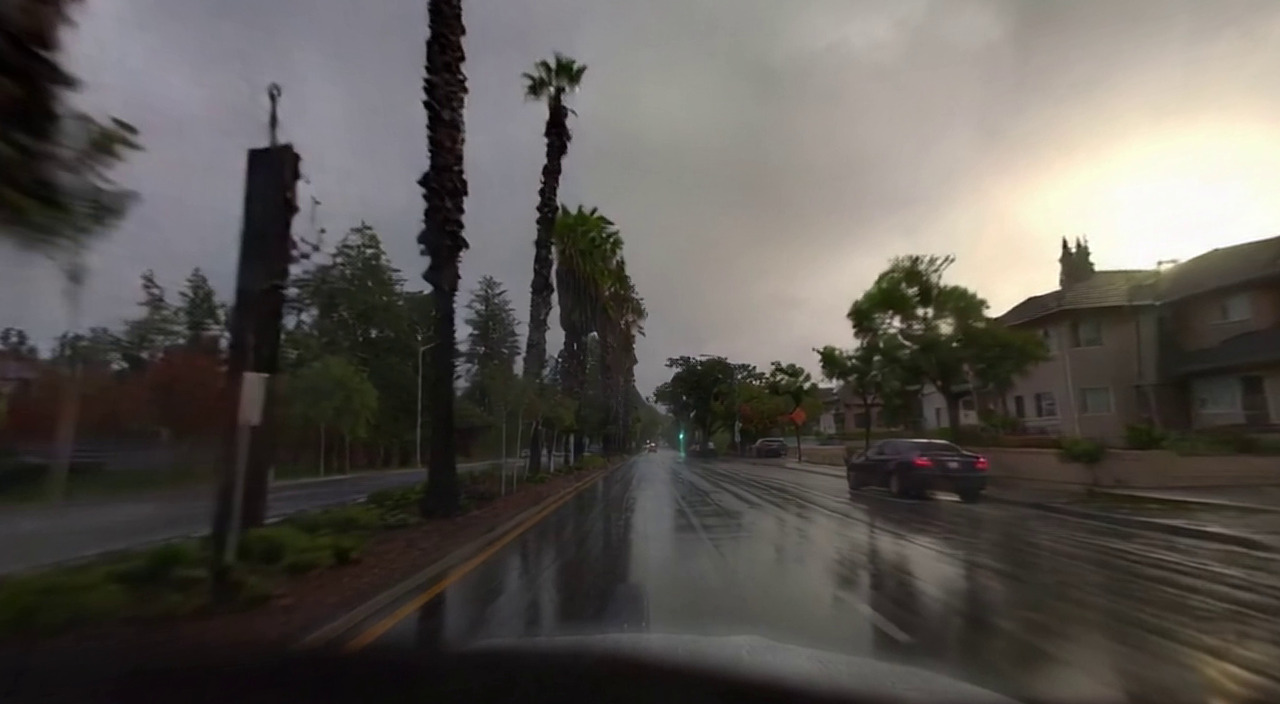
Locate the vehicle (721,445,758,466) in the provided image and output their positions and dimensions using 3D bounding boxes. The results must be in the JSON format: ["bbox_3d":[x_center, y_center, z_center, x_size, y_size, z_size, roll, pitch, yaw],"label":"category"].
[{"bbox_3d":[7.350,7.687,47.002,1.987,1.469,4.497,0,-8,-1],"label":"vehicle"}]

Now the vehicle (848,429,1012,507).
[{"bbox_3d":[6.995,2.838,15.898,2.126,1.639,4.539,0,-8,3],"label":"vehicle"}]
